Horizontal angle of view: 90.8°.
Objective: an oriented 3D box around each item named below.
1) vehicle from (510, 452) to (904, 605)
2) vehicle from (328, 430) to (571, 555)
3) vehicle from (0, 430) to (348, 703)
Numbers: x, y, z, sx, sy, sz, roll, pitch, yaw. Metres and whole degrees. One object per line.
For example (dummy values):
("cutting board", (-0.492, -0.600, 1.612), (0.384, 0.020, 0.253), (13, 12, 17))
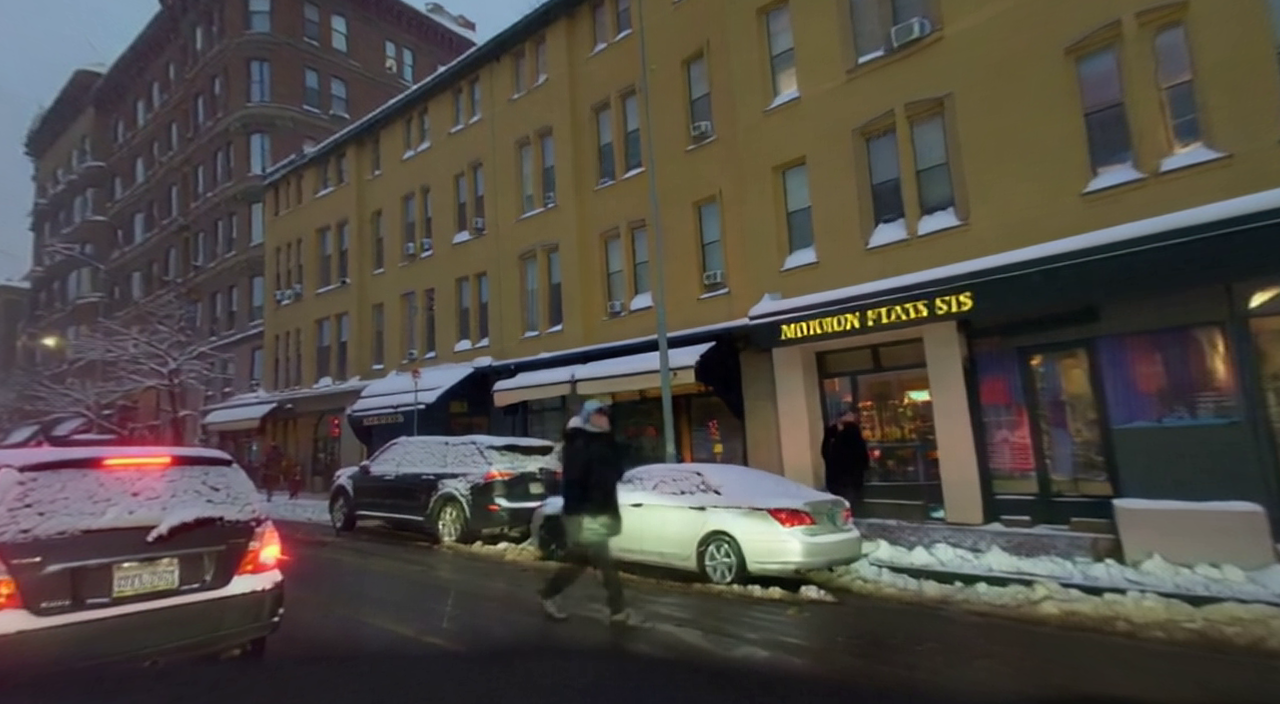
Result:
("vehicle", (0.668, 2.064, 8.338), (4.830, 1.421, 1.826), (-6, -10, 35))
("vehicle", (-3.612, 2.424, 11.653), (4.580, 1.853, 1.862), (-7, -11, 36))
("vehicle", (-4.033, 1.320, 4.372), (4.330, 1.458, 1.932), (-7, -11, 40))
